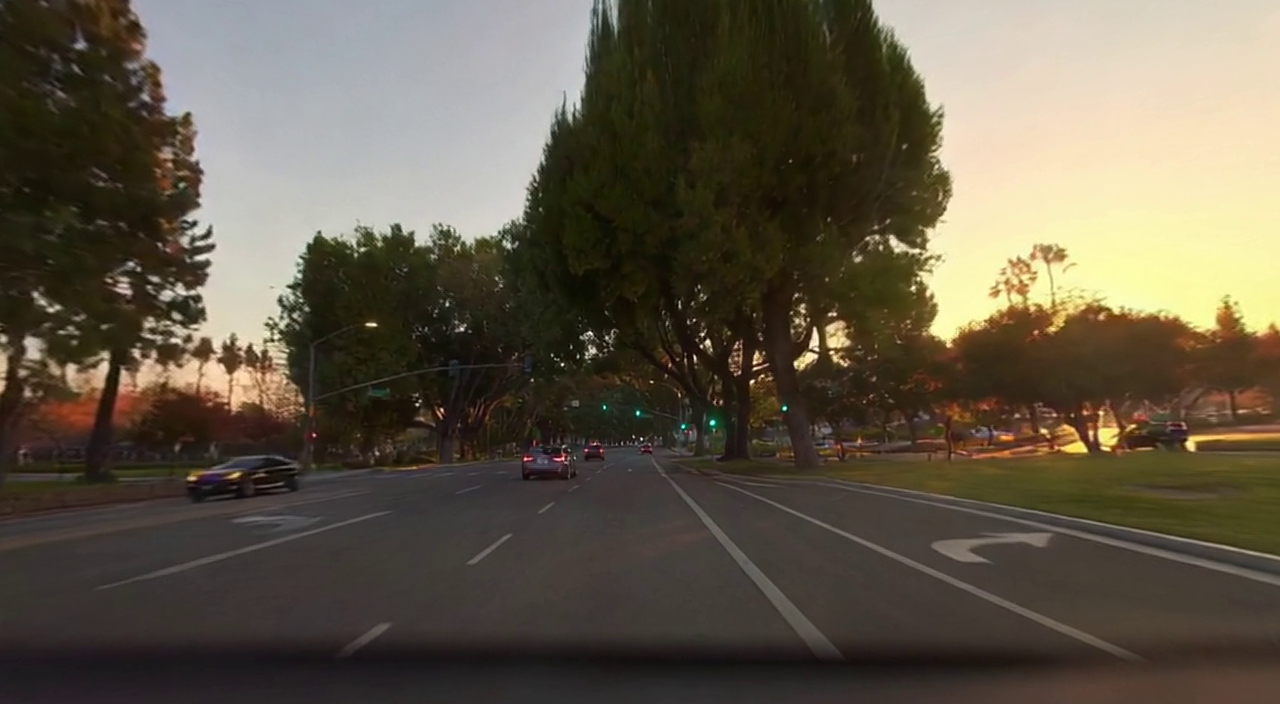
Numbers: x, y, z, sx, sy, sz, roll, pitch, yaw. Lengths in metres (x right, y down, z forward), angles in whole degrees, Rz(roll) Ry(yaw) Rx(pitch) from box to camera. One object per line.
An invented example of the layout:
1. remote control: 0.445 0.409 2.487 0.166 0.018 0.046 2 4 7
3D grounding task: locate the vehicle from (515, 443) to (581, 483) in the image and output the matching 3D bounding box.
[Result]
1. vehicle: -3.564 4.379 25.268 1.932 1.431 4.144 0 -9 1

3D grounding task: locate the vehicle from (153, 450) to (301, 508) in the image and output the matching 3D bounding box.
1. vehicle: -14.589 4.466 22.769 2.070 1.782 4.735 0 -9 1

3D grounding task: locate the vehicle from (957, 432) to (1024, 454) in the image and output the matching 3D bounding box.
1. vehicle: 27.183 7.071 49.151 4.031 1.620 1.885 -1 -9 8
